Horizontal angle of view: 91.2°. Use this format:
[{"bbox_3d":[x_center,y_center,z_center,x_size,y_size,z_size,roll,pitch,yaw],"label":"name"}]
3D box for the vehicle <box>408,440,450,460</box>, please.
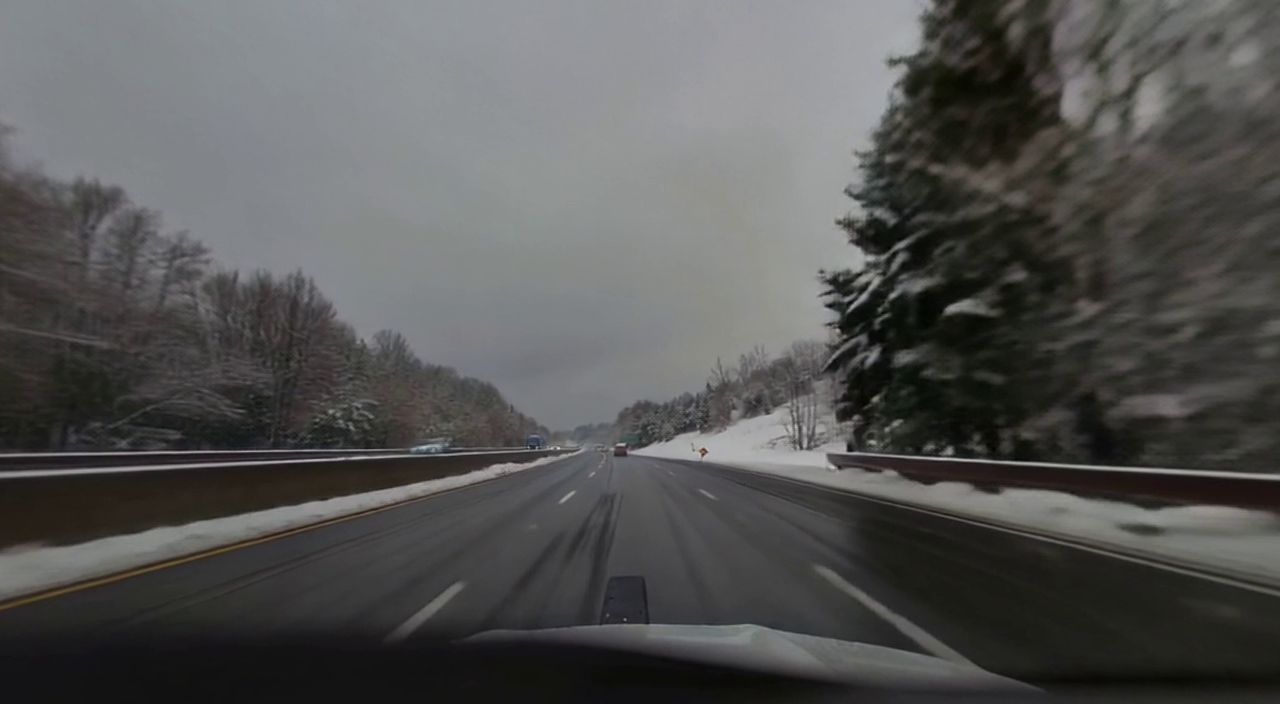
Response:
[{"bbox_3d":[-16.523,7.725,49.393,1.815,1.497,4.437,0,-9,-1],"label":"vehicle"}]
